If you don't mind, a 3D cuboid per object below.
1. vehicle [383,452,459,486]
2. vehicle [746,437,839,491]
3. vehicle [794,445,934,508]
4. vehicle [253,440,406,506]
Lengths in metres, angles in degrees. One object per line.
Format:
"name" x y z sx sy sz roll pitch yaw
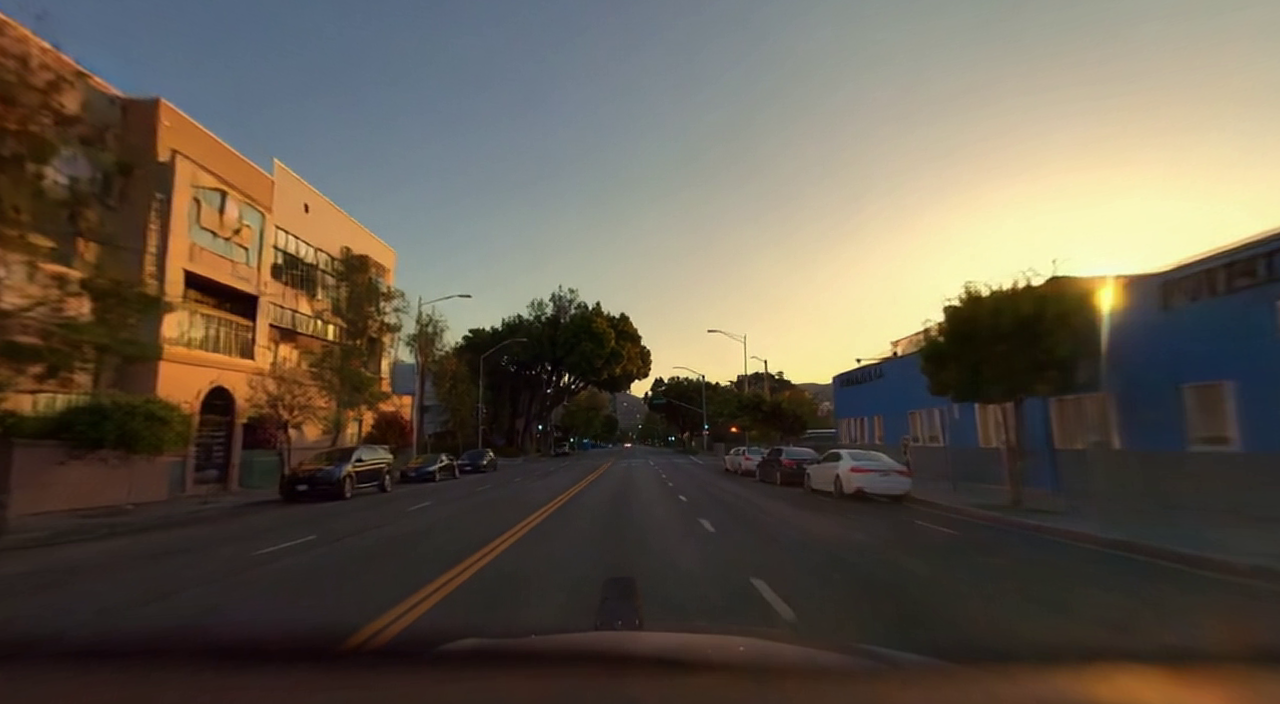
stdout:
"vehicle" -10.210 5.466 29.823 1.953 1.387 4.529 -1 -8 0
"vehicle" 5.714 4.247 24.430 2.227 1.811 5.172 0 -8 -1
"vehicle" 6.118 3.428 18.040 2.038 1.482 4.994 0 -8 -2
"vehicle" -9.897 3.852 20.808 2.228 1.863 5.407 -1 -8 1
